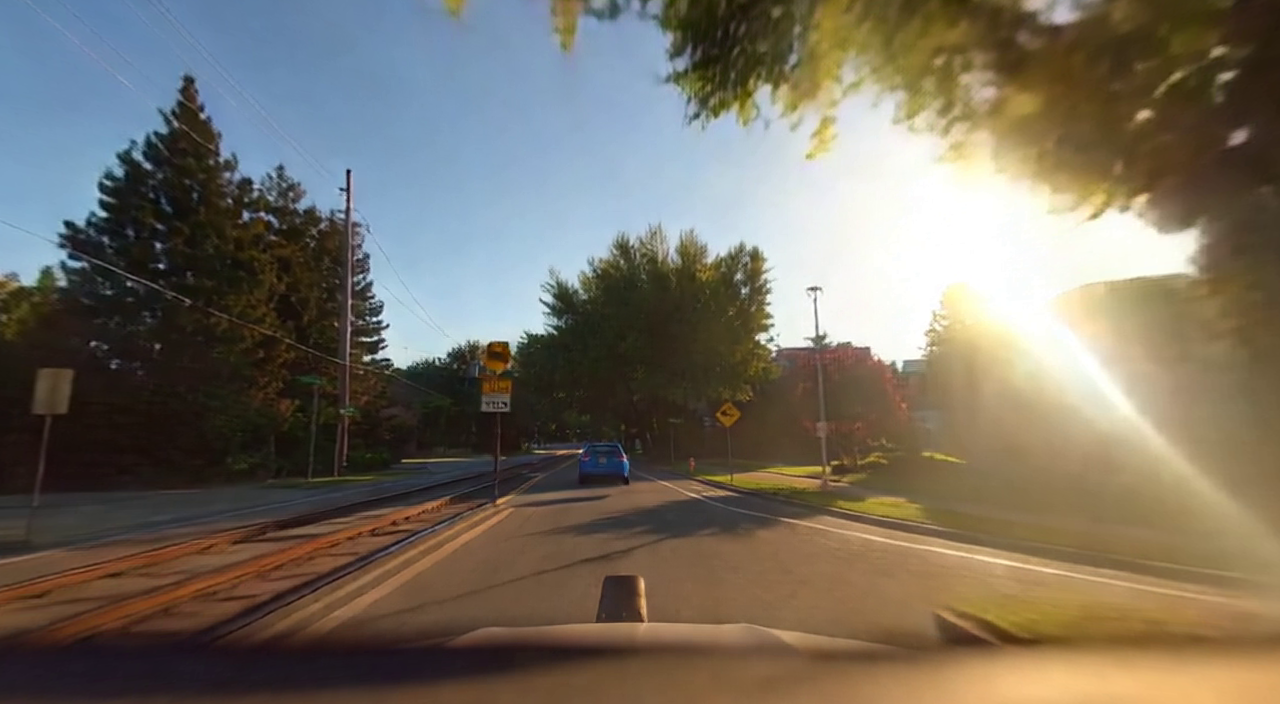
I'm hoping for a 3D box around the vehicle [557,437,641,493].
[{"bbox_3d":[-1.284,3.443,19.655,2.295,1.510,4.364,1,-8,-4],"label":"vehicle"}]
